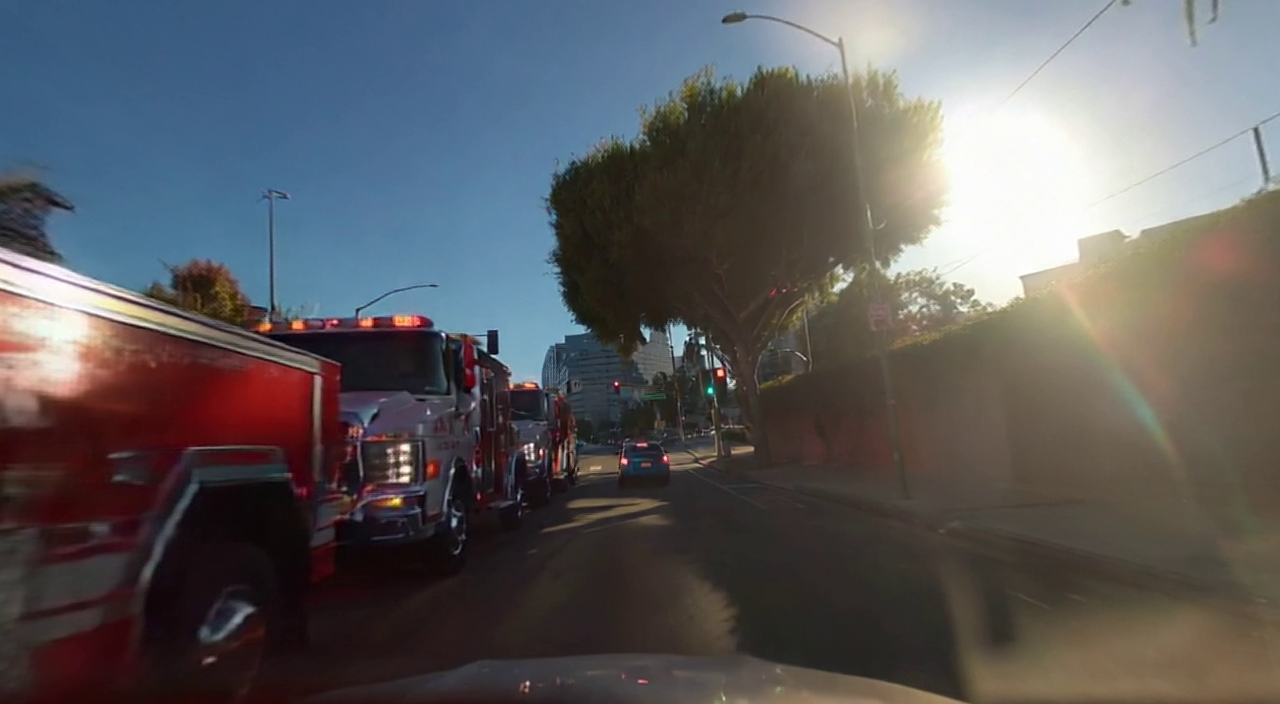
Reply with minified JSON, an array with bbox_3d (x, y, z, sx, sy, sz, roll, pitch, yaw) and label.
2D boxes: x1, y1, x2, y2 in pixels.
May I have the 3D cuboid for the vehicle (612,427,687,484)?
[{"bbox_3d":[0.194,3.698,22.854,2.332,1.831,4.930,1,-9,-4],"label":"vehicle"}]

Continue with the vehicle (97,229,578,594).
[{"bbox_3d":[-3.558,1.466,12.709,3.631,3.655,12.773,0,-8,-1],"label":"vehicle"}]
